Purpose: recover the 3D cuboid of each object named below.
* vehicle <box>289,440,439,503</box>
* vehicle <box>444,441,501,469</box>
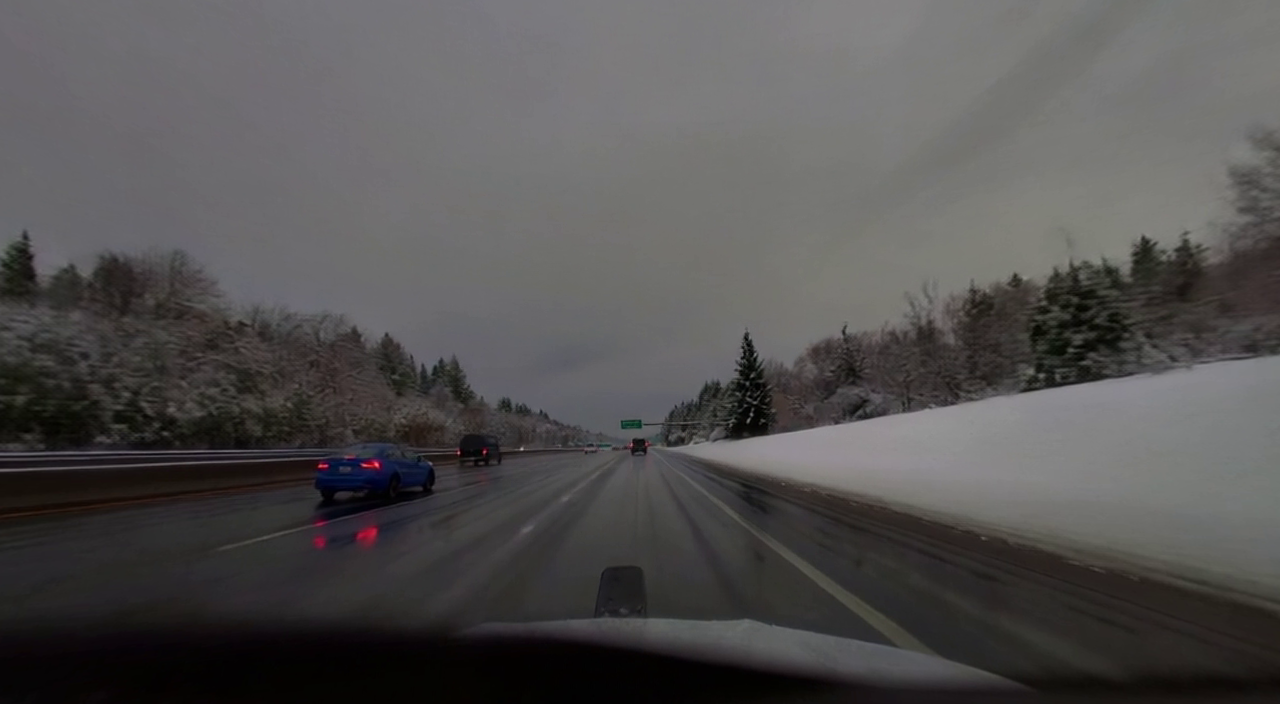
[{"bbox_3d":[-7.346,3.194,17.448,1.981,1.486,4.735,0,-8,1],"label":"vehicle"},{"bbox_3d":[-10.987,6.771,41.841,2.249,1.735,5.018,0,-8,2],"label":"vehicle"}]
